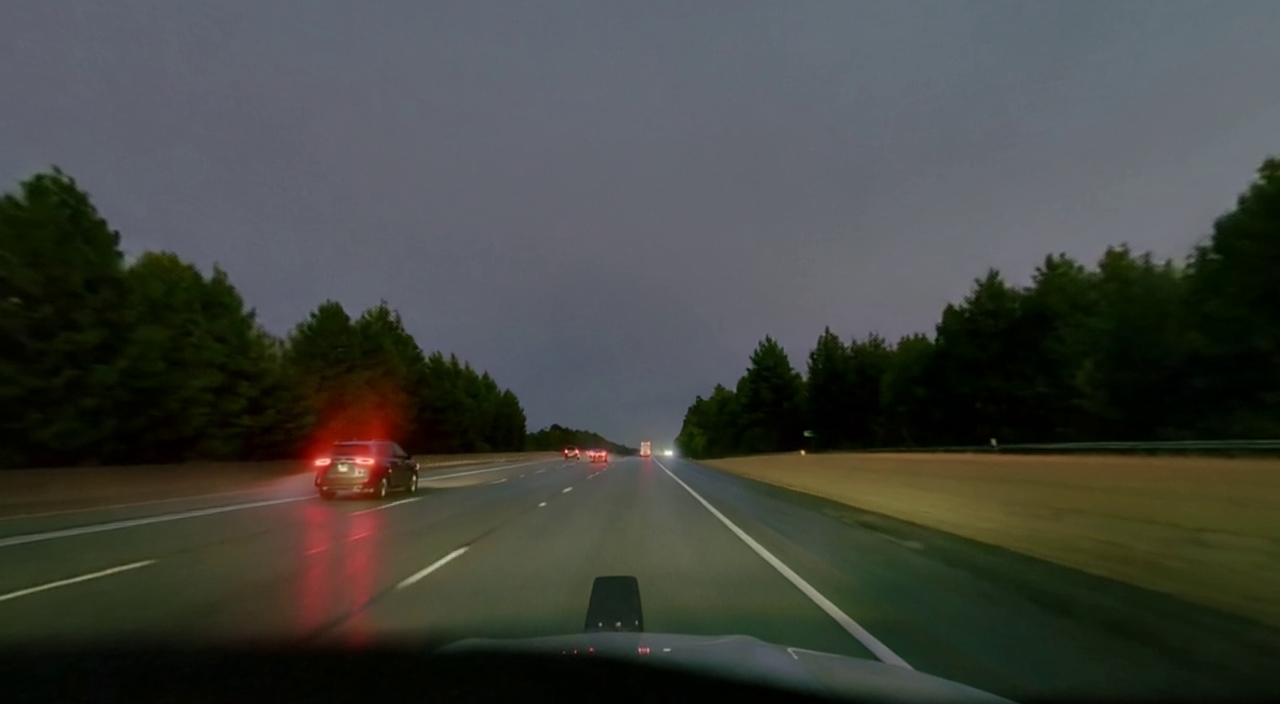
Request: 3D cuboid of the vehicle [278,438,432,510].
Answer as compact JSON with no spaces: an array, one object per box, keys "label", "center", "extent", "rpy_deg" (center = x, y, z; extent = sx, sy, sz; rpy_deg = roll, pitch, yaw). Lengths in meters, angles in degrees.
[{"label":"vehicle","center":[-7.186,3.094,16.449],"extent":[2.007,1.616,4.141],"rpy_deg":[0,-9,1]}]
